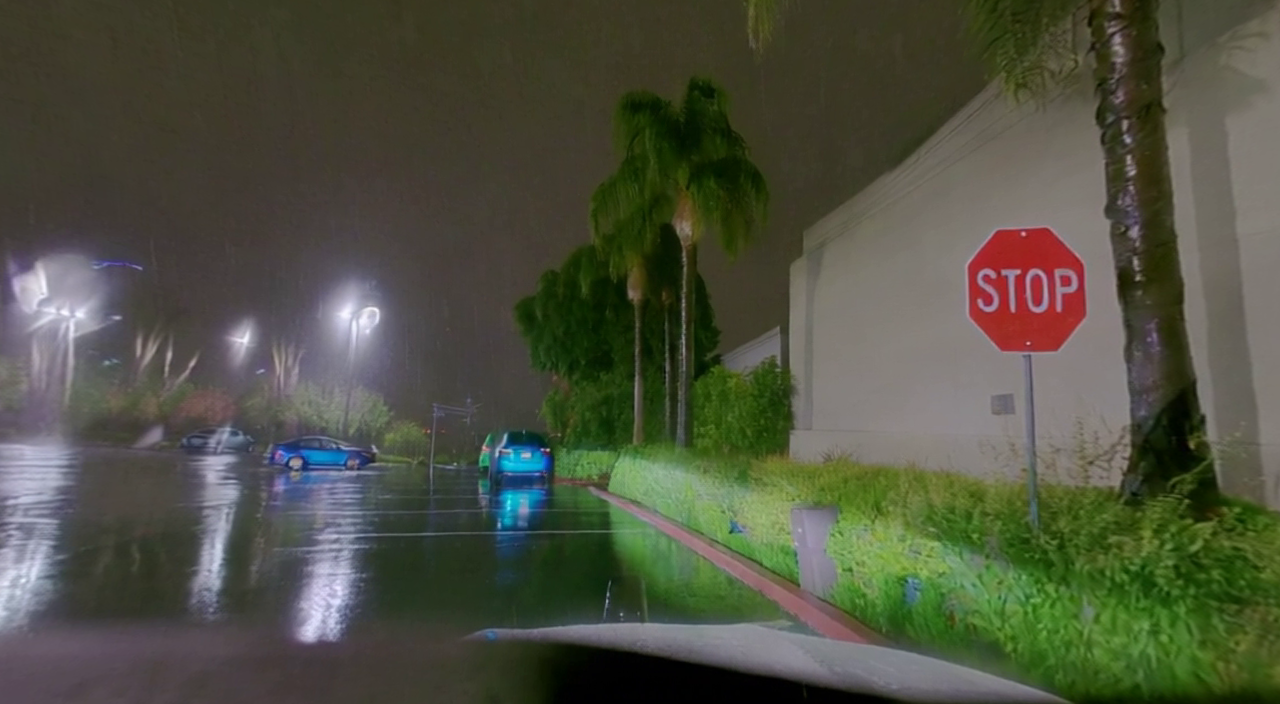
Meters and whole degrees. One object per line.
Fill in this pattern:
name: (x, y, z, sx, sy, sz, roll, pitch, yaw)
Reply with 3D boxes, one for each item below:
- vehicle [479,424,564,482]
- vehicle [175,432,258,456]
vehicle: (-4.016, 3.300, 20.834, 2.071, 1.700, 4.367, 3, -9, -19)
vehicle: (-28.365, 6.199, 42.479, 4.457, 1.552, 1.748, 5, -10, -32)
